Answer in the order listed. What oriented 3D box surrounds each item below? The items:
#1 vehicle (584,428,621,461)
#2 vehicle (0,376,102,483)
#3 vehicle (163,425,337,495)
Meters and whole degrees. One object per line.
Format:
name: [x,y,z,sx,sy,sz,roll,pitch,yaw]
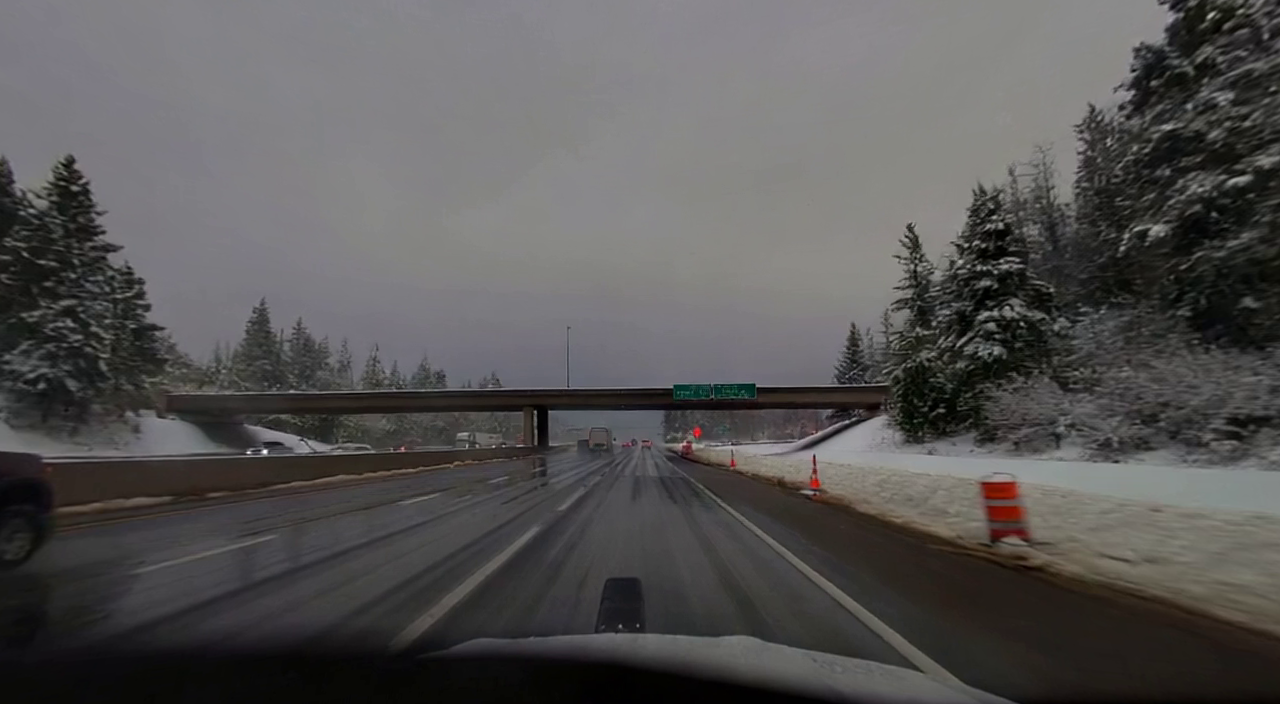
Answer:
vehicle: [-2.756,7.099,48.329,2.403,2.369,5.829,0,-8,1]
vehicle: [-25.415,2.331,19.783,2.922,3.951,15.951,0,-8,0]
vehicle: [-10.453,2.919,17.367,1.964,1.662,4.367,0,-8,0]
